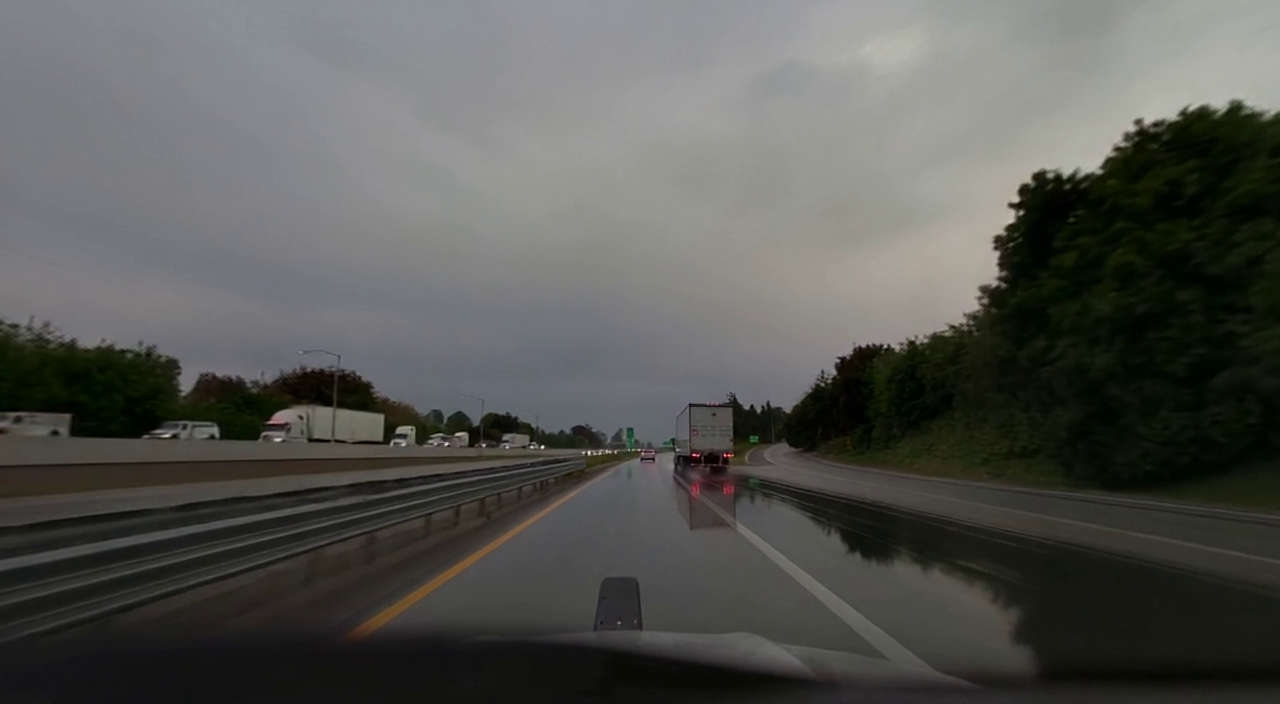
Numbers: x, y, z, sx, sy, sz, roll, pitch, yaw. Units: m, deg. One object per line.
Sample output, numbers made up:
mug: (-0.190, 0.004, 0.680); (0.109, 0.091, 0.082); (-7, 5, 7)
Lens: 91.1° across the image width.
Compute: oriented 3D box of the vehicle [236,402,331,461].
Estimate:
vehicle: (-26.078, 5.945, 46.397); (3.155, 4.020, 6.162); (-1, -9, 1)

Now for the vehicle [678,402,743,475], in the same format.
vehicle: (4.433, 5.946, 42.706); (3.185, 4.154, 12.638); (-1, -9, 1)

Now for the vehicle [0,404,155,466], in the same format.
vehicle: (-42.346, 5.704, 42.973); (14.024, 4.015, 3.011); (8, -12, -42)
